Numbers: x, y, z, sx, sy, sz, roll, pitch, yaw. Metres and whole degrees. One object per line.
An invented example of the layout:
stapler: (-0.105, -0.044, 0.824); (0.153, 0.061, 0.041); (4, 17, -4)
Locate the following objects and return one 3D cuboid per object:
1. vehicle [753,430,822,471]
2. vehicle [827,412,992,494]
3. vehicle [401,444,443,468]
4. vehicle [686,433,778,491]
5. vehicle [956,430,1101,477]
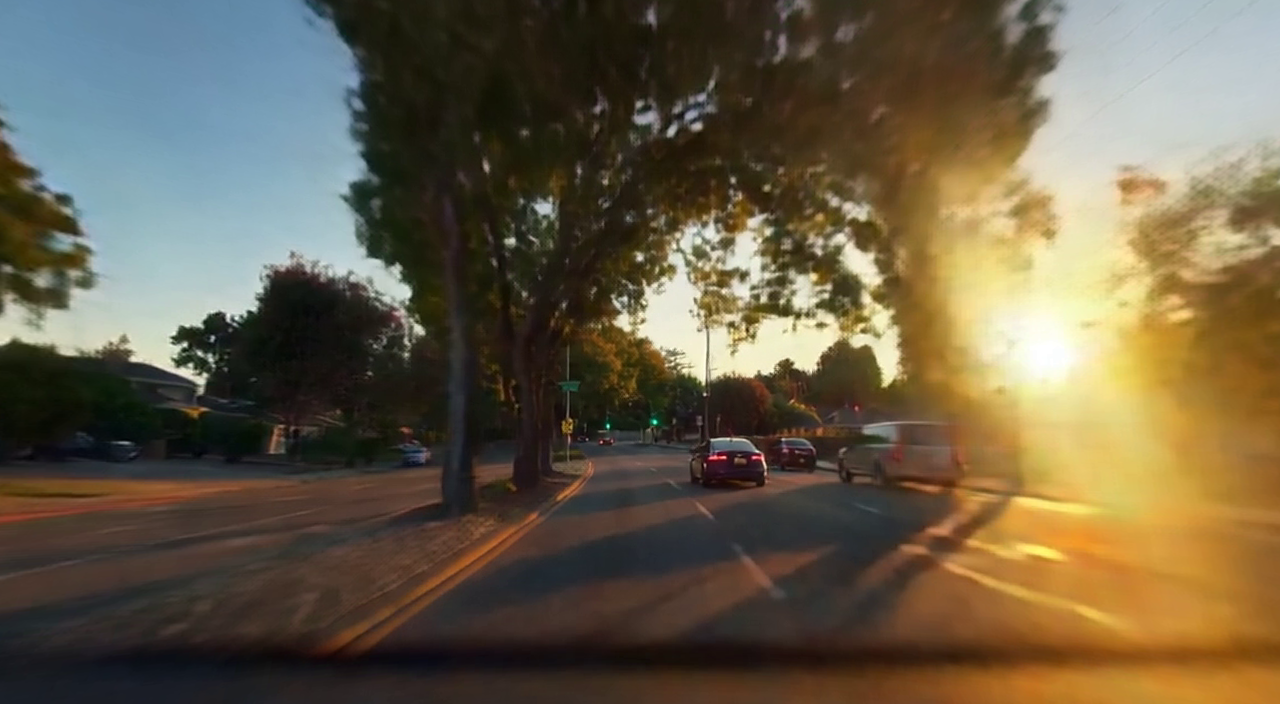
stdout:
vehicle: (6.287, 4.258, 27.333); (2.008, 1.614, 4.369); (0, -8, 1)
vehicle: (6.915, 2.666, 16.871); (2.065, 1.861, 4.704); (1, -8, -4)
vehicle: (-15.849, 7.557, 45.989); (1.949, 1.642, 4.376); (1, -9, -6)
vehicle: (2.530, 3.161, 18.415); (1.960, 1.479, 4.086); (0, -8, -2)
vehicle: (13.062, 3.439, 21.420); (3.635, 1.482, 1.879); (-1, -9, 8)
